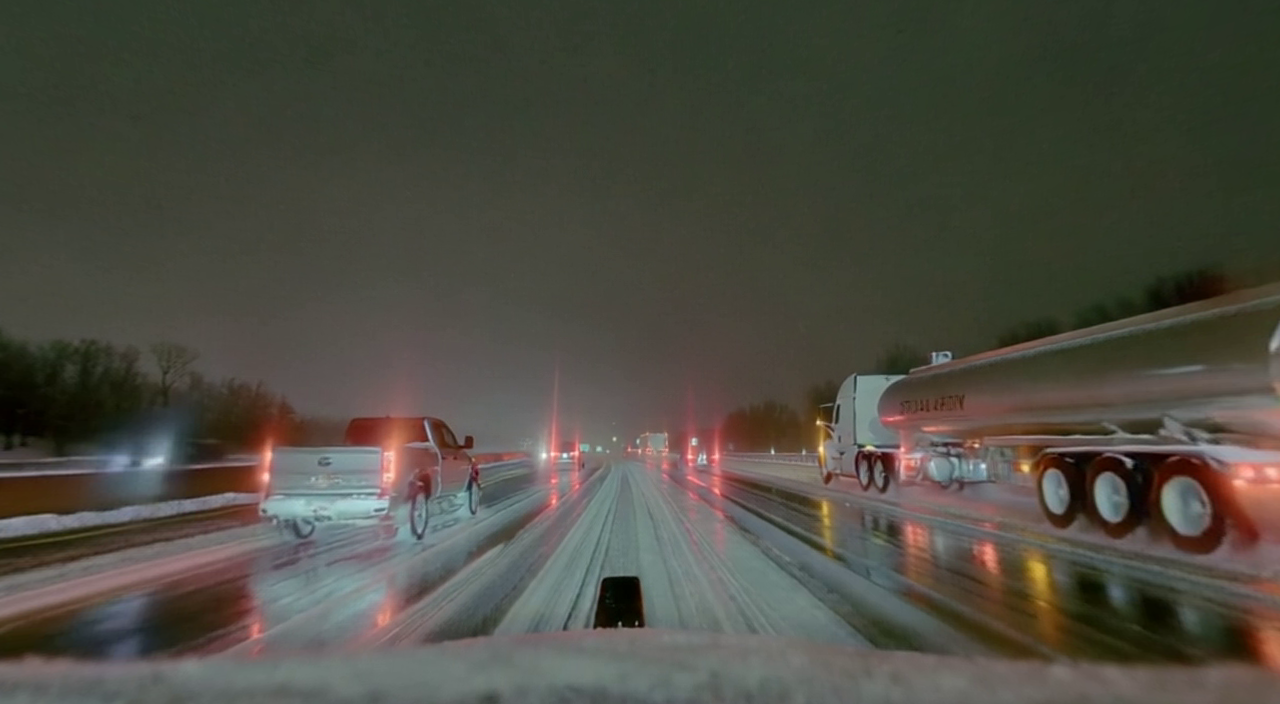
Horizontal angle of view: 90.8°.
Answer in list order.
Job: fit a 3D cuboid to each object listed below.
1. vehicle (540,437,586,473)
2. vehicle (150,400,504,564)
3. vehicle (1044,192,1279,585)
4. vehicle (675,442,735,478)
[{"bbox_3d":[-4.198,5.711,35.139,2.149,1.843,4.348,0,-9,-2],"label":"vehicle"},{"bbox_3d":[-4.167,1.902,10.102,2.684,1.839,5.803,0,-9,0],"label":"vehicle"},{"bbox_3d":[7.622,0.053,3.891,3.554,3.573,10.307,0,-9,1],"label":"vehicle"},{"bbox_3d":[2.877,4.888,28.895,2.053,1.510,4.400,0,-9,-3],"label":"vehicle"}]
